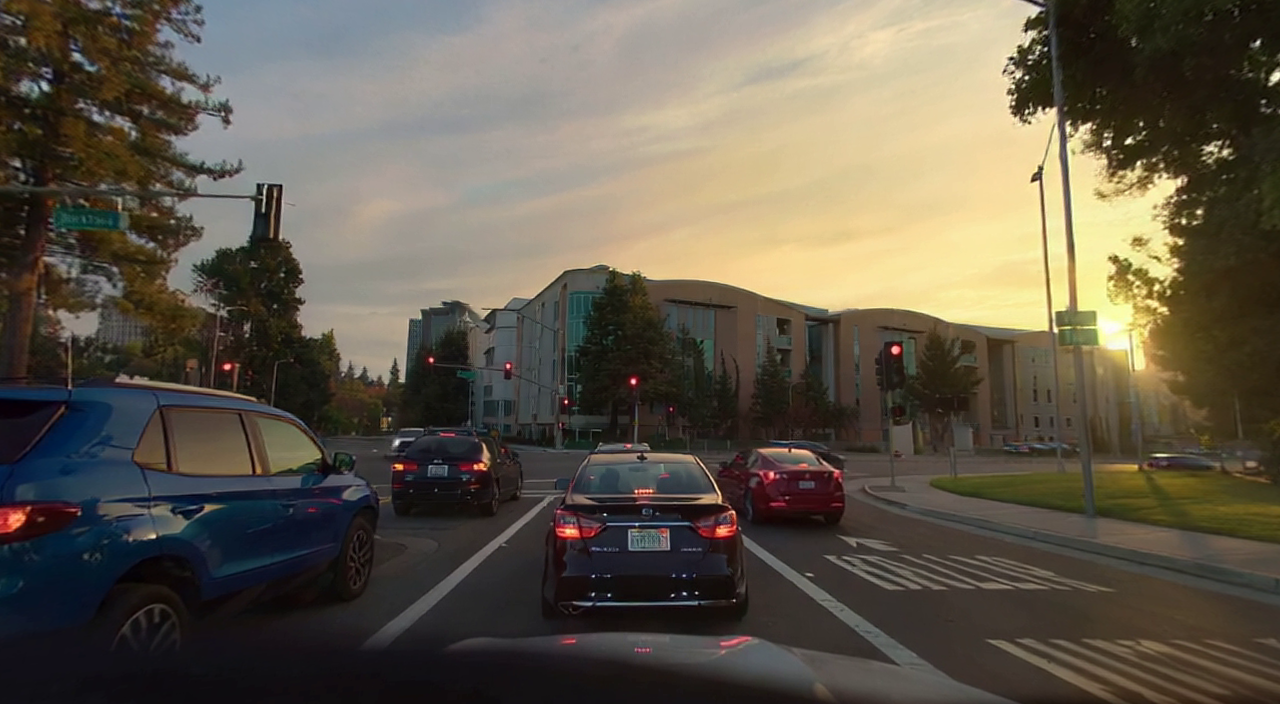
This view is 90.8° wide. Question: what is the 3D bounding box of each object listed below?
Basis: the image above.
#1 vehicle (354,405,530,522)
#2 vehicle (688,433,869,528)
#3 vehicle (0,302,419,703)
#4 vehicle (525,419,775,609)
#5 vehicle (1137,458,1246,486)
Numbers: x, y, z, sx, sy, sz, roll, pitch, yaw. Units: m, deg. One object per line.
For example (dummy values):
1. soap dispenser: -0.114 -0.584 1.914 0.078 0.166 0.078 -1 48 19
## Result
1. vehicle: -3.878 2.319 13.707 2.305 1.984 5.586 0 -8 -3
2. vehicle: 2.463 2.447 12.752 2.100 1.524 4.746 1 -9 -6
3. vehicle: -3.147 1.011 4.143 1.924 1.737 4.387 0 -8 -2
4. vehicle: -0.056 1.619 7.329 2.001 1.483 4.442 0 -8 -4
5. vehicle: 33.856 7.367 38.892 4.737 1.572 2.026 0 -8 1
